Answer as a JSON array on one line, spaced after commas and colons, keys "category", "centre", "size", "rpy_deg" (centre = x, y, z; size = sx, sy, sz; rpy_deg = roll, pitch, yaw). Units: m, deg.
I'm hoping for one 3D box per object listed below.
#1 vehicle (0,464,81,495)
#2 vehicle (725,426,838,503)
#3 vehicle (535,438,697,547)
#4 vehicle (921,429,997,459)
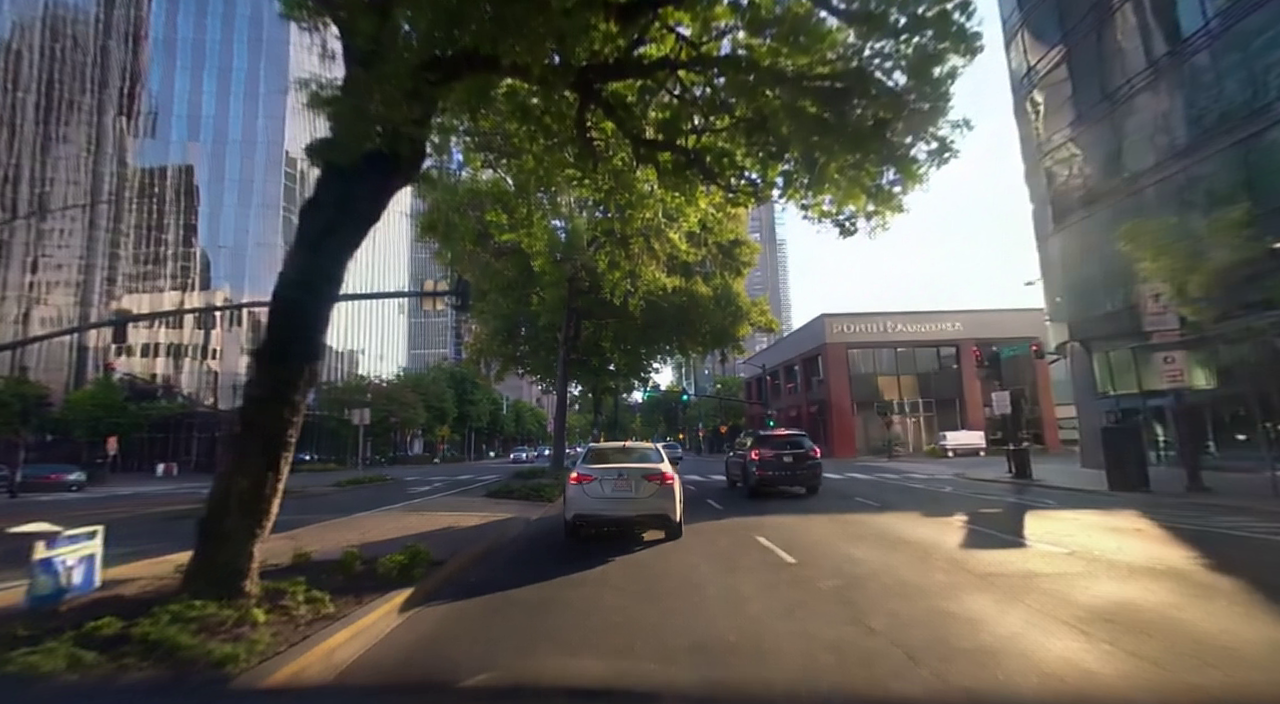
[{"category": "vehicle", "centre": [-34.826, 7.165, 35.542], "size": [4.470, 1.556, 2.231], "rpy_deg": [0, -8, -3]}, {"category": "vehicle", "centre": [3.645, 2.954, 17.138], "size": [2.078, 1.799, 4.089], "rpy_deg": [1, -7, -1]}, {"category": "vehicle", "centre": [-0.352, 2.142, 10.419], "size": [2.144, 1.398, 3.963], "rpy_deg": [1, -7, -1]}, {"category": "vehicle", "centre": [24.265, 7.032, 48.172], "size": [4.384, 2.000, 2.345], "rpy_deg": [1, -14, -4]}]
